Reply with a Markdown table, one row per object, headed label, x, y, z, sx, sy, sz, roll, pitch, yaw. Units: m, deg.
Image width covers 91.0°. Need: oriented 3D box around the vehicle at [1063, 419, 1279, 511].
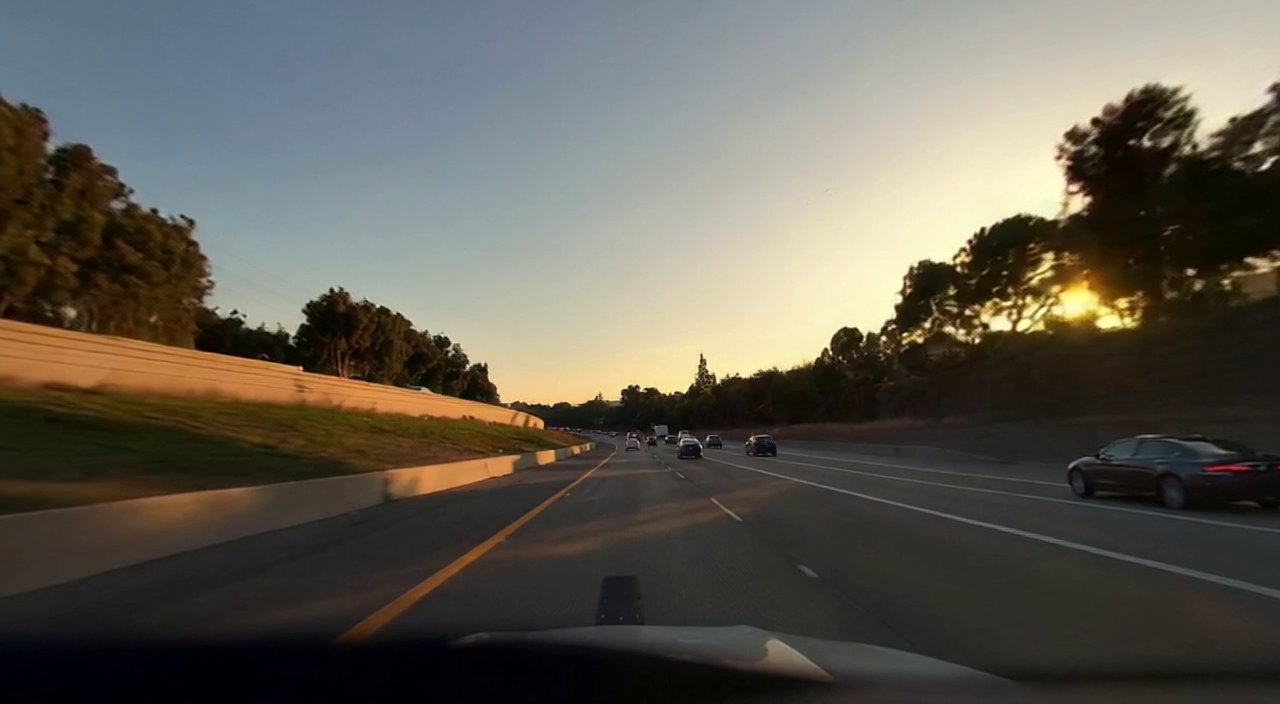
| label | x | y | z | sx | sy | sz | roll | pitch | yaw |
| --- | --- | --- | --- | --- | --- | --- | --- | --- | --- |
| vehicle | 11.329 | 2.231 | 12.892 | 2.041 | 1.517 | 4.645 | 0 | -8 | -1 |
